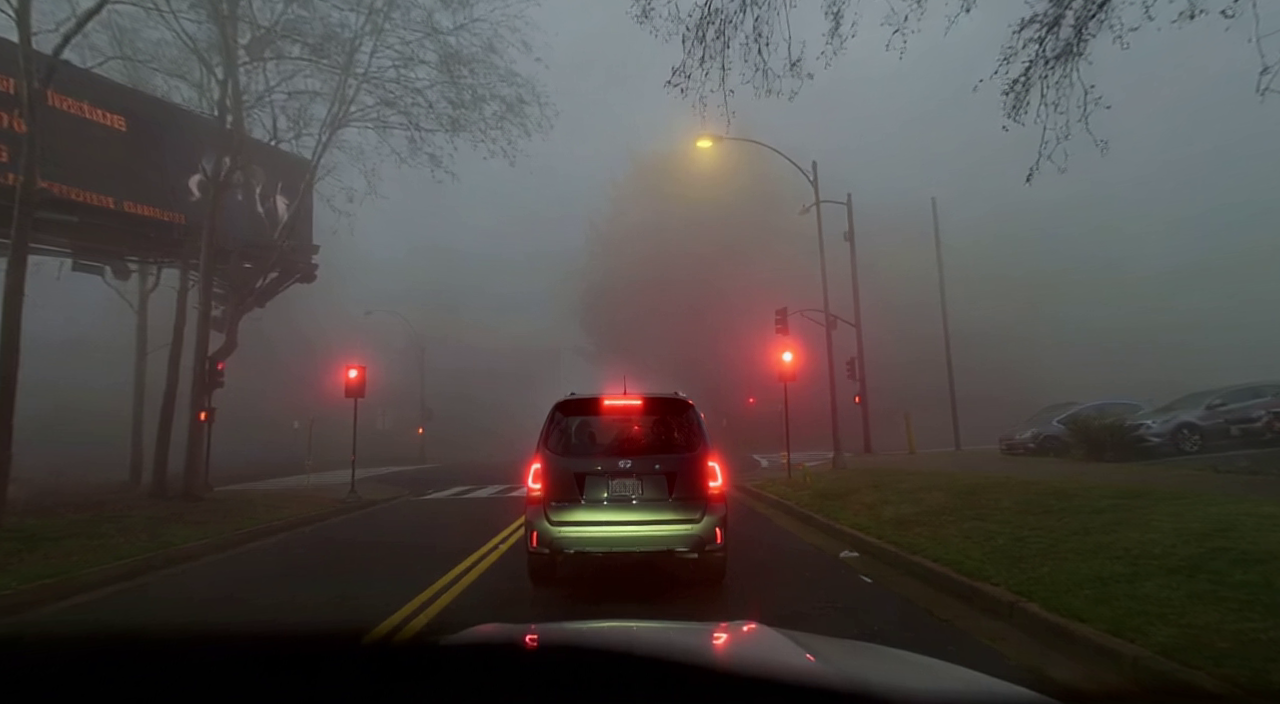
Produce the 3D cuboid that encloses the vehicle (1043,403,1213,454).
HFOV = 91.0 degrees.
[{"bbox_3d":[15.273,2.450,19.933,3.750,1.502,1.781,-2,-8,13],"label":"vehicle"}]

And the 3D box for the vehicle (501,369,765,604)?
[{"bbox_3d":[-0.060,1.365,7.131,2.142,1.904,3.816,-1,-8,0],"label":"vehicle"}]
